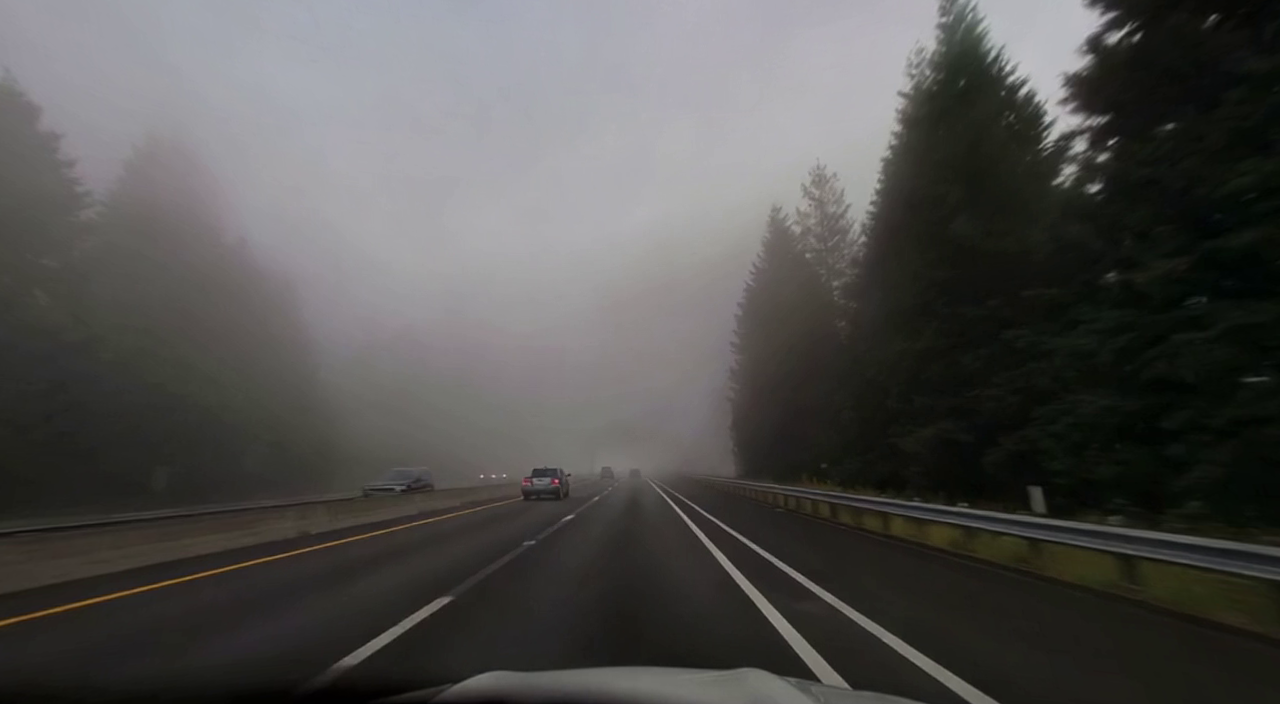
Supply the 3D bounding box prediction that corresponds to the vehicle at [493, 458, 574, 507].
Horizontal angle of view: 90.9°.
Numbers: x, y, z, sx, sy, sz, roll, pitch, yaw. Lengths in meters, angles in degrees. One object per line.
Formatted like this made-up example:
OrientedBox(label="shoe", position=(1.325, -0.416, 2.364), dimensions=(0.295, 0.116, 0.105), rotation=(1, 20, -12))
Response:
OrientedBox(label="vehicle", position=(-3.986, 5.015, 24.449), dimensions=(2.239, 1.687, 4.598), rotation=(1, -11, 1))
